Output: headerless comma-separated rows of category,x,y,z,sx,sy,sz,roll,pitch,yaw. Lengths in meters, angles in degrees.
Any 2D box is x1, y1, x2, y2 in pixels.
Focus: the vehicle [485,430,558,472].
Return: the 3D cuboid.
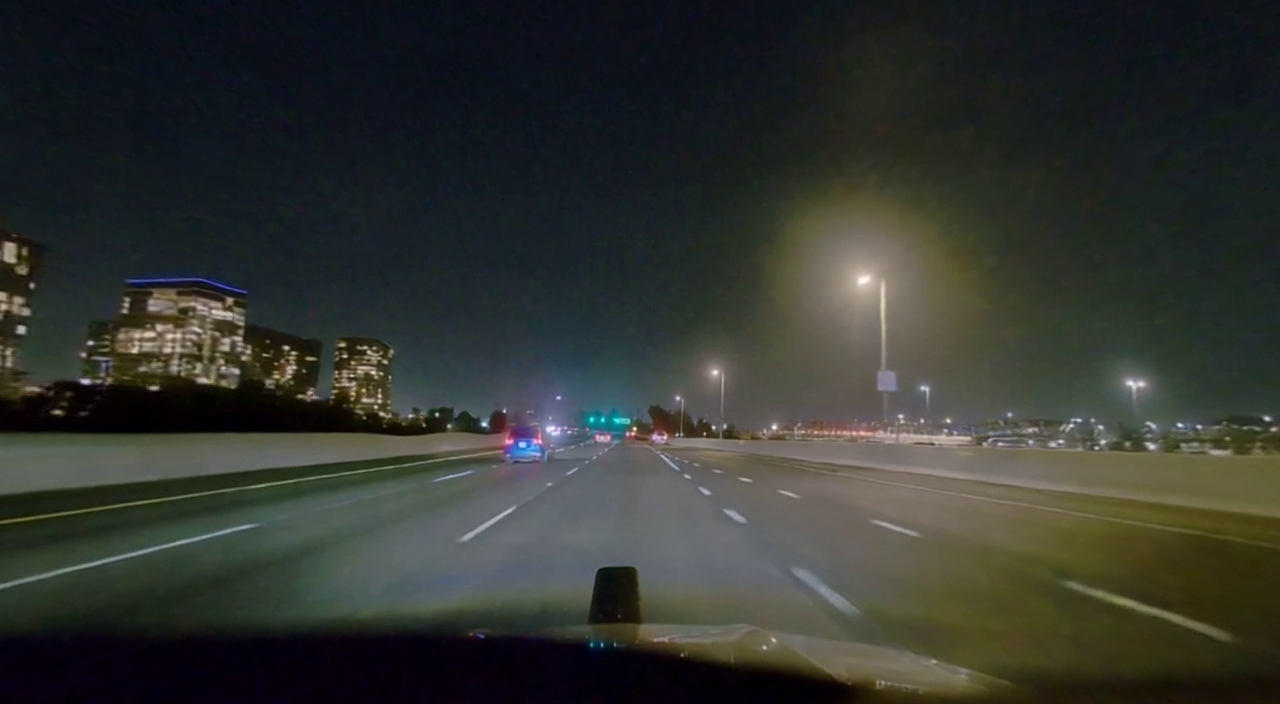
vehicle,-4.516,3.841,24.674,1.996,1.490,4.571,0,-8,0
